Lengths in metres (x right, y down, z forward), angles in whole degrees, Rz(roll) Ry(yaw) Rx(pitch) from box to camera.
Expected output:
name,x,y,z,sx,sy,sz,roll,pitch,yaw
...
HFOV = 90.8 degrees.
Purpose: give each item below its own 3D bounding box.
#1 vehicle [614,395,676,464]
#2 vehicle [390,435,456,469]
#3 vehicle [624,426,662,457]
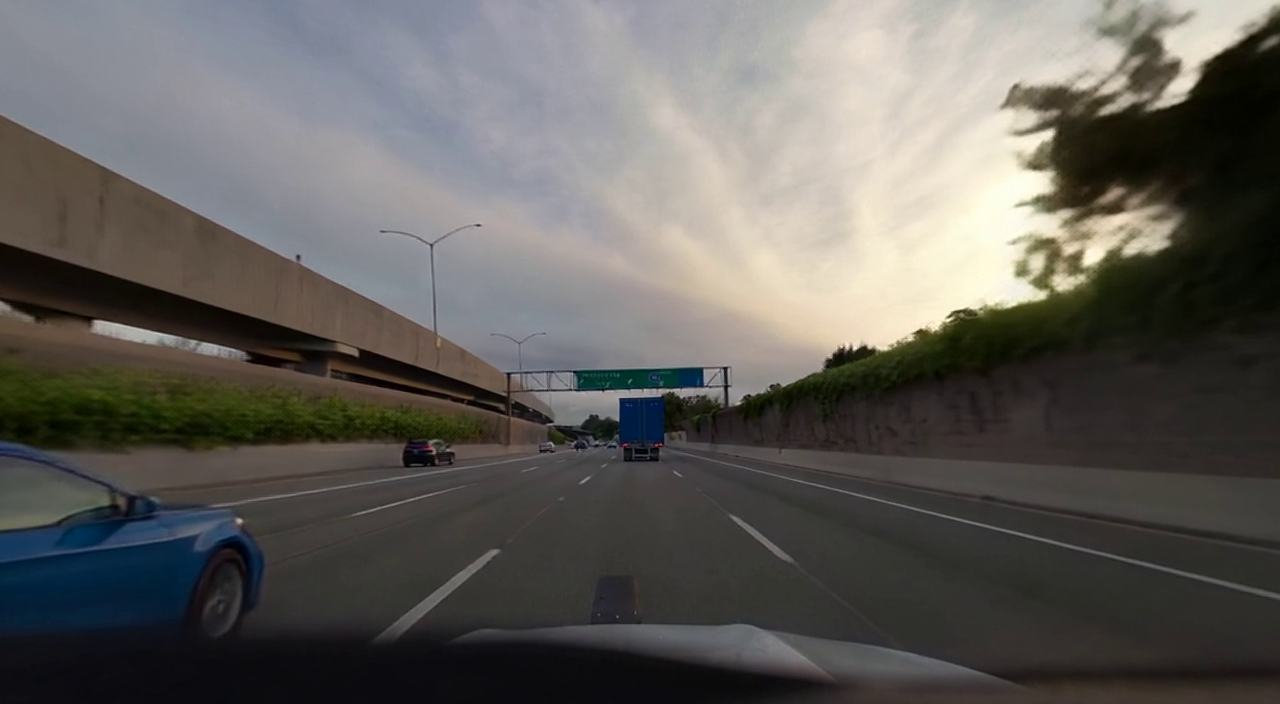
name,x,y,z,sx,sy,sz,roll,pitch,yaw
vehicle,0.029,5.029,39.729,3.233,3.678,11.032,0,-9,-3
vehicle,-11.058,5.138,32.507,1.919,1.625,4.183,0,-8,-1
vehicle,0.123,5.189,36.501,2.052,1.666,4.358,0,-8,-2
